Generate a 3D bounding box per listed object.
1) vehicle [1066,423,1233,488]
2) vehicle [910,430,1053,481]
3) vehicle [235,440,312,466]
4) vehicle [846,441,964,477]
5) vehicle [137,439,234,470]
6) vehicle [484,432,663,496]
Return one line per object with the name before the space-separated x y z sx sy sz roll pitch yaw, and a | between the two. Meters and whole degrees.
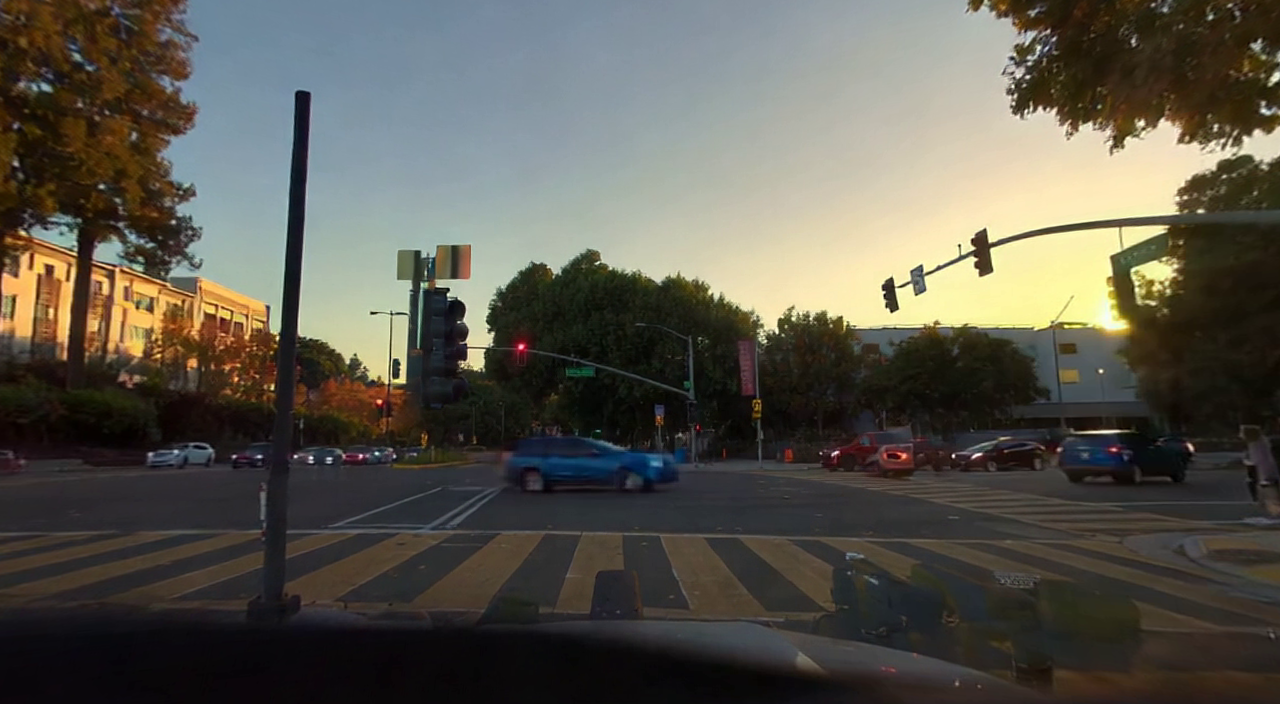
vehicle | 15.759 3.162 19.545 4.509 1.821 2.066 4 -9 -25
vehicle | 13.001 3.918 24.091 4.742 1.762 2.180 3 -9 -22
vehicle | -27.992 7.701 48.568 2.388 1.858 6.056 0 -8 -2
vehicle | 11.482 4.621 27.526 4.317 1.491 1.896 1 -9 -11
vehicle | -31.332 7.081 43.869 2.456 1.961 5.978 0 -8 -3
vehicle | -1.719 2.959 16.913 4.312 1.540 2.007 -3 -9 17
